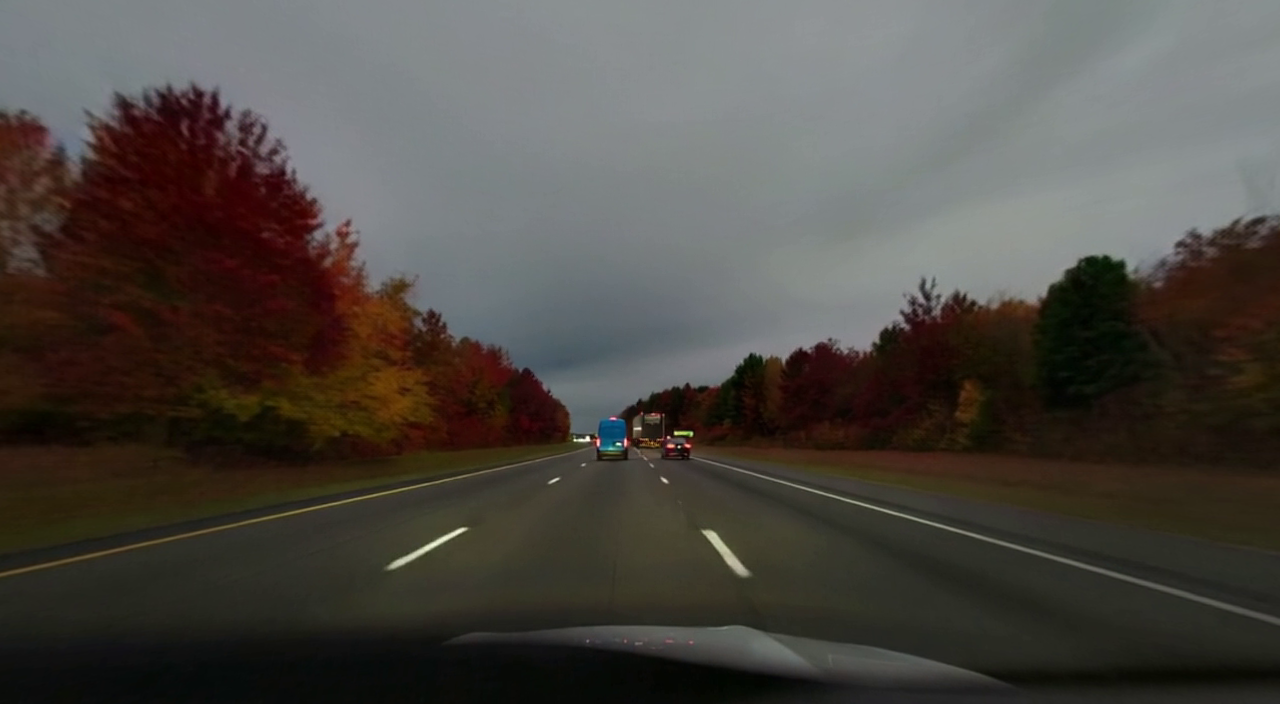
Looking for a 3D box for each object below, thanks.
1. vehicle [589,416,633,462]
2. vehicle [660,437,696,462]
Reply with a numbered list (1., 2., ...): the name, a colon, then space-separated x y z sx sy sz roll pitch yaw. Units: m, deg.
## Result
1. vehicle: -1.689 5.366 38.747 2.389 2.637 5.437 0 -8 0
2. vehicle: 2.439 6.353 41.257 1.962 1.508 4.363 0 -8 -2
